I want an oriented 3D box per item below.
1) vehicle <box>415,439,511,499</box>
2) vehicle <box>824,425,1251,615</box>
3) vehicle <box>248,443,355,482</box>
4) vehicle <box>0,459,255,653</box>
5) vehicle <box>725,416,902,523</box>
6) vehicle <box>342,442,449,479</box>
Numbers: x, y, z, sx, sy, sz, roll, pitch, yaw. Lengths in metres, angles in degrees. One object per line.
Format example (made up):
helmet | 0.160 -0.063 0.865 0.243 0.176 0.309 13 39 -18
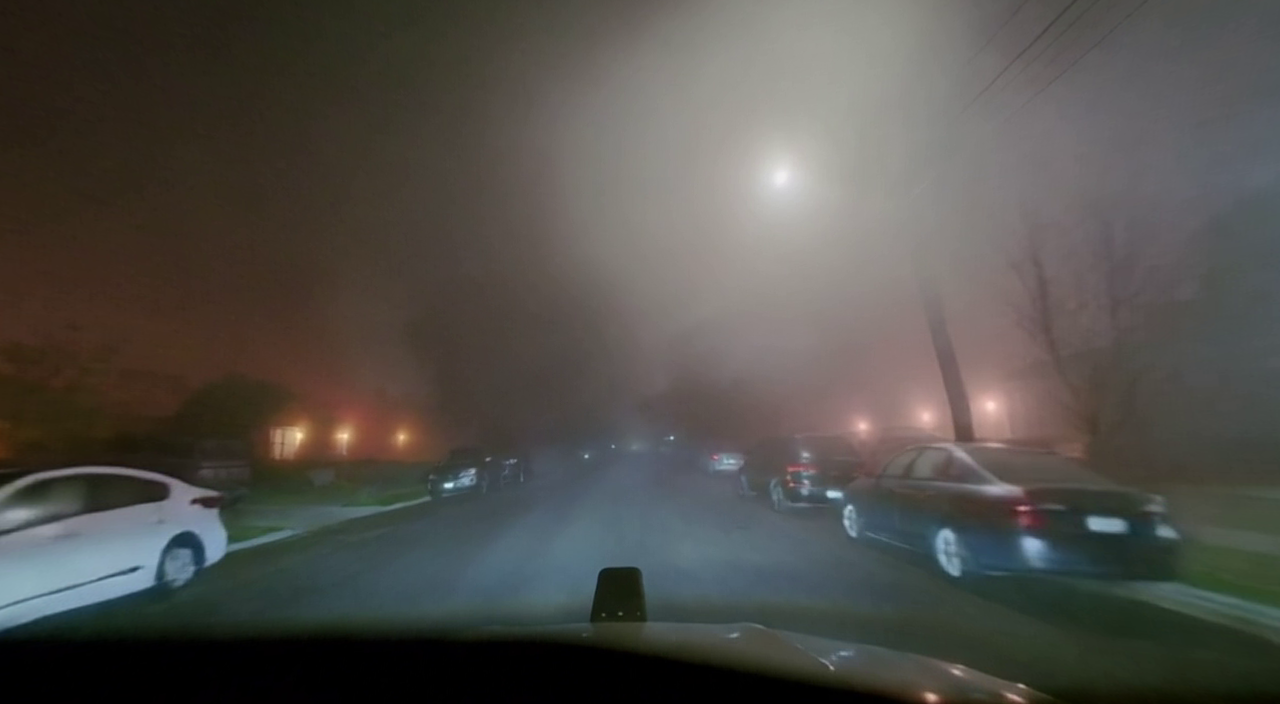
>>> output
vehicle | -6.127 4.093 22.405 2.118 1.753 4.377 -4 -9 -1
vehicle | 3.772 1.645 7.258 1.848 1.436 4.582 -1 -8 -1
vehicle | -19.049 6.246 35.797 4.832 2.033 2.045 0 -8 -6
vehicle | -6.044 1.725 5.589 2.199 1.439 4.757 -1 -9 2
vehicle | 3.364 2.430 13.692 2.122 1.809 5.421 0 -8 -2
vehicle | -12.900 5.760 33.583 4.729 1.831 2.174 -1 -8 0
